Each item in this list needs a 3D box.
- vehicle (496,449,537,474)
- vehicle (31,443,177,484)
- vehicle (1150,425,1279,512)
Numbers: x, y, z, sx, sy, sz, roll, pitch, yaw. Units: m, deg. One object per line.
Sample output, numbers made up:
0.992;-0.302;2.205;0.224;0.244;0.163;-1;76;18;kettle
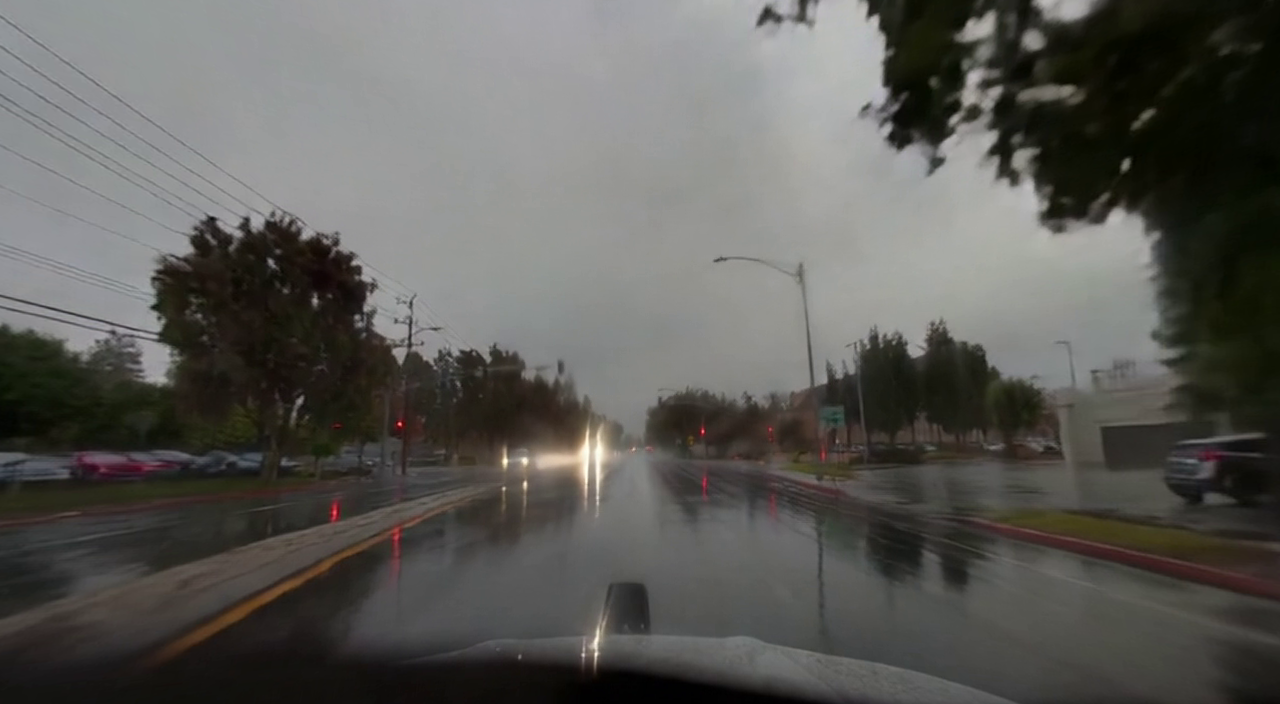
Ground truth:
-8.697;7.732;44.858;1.986;1.665;4.284;-1;-9;1;vehicle
-23.885;4.983;28.205;4.552;1.721;2.117;0;-9;0;vehicle
14.267;2.544;14.124;4.276;1.703;2.088;2;-9;-14;vehicle
